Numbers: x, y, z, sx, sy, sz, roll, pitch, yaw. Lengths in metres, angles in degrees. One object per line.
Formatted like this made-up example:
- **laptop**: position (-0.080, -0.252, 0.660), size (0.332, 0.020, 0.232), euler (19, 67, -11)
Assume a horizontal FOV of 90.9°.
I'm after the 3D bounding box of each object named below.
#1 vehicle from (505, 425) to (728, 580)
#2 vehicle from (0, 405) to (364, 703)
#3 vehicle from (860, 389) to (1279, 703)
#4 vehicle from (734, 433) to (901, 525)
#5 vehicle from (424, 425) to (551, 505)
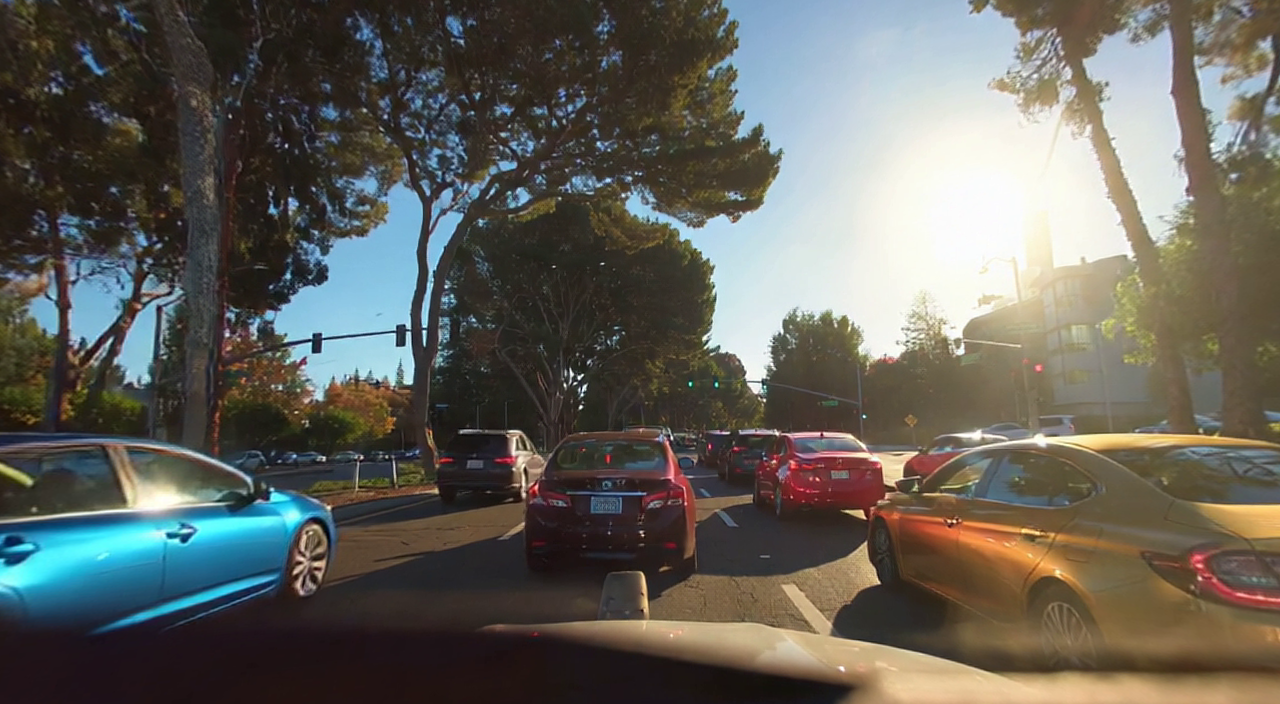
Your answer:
- **vehicle**: position (-0.246, 1.741, 8.067), size (2.147, 1.479, 3.803), euler (0, -8, -1)
- **vehicle**: position (-3.673, 1.164, 3.936), size (1.935, 1.482, 4.433), euler (0, -8, -1)
- **vehicle**: position (3.135, 1.149, 4.052), size (1.903, 1.480, 4.270), euler (0, -8, 0)
- **vehicle**: position (3.182, 2.335, 12.324), size (1.975, 1.460, 4.357), euler (0, -8, 0)
- **vehicle**: position (-3.623, 2.777, 15.856), size (1.961, 1.714, 4.268), euler (-1, -8, 2)
